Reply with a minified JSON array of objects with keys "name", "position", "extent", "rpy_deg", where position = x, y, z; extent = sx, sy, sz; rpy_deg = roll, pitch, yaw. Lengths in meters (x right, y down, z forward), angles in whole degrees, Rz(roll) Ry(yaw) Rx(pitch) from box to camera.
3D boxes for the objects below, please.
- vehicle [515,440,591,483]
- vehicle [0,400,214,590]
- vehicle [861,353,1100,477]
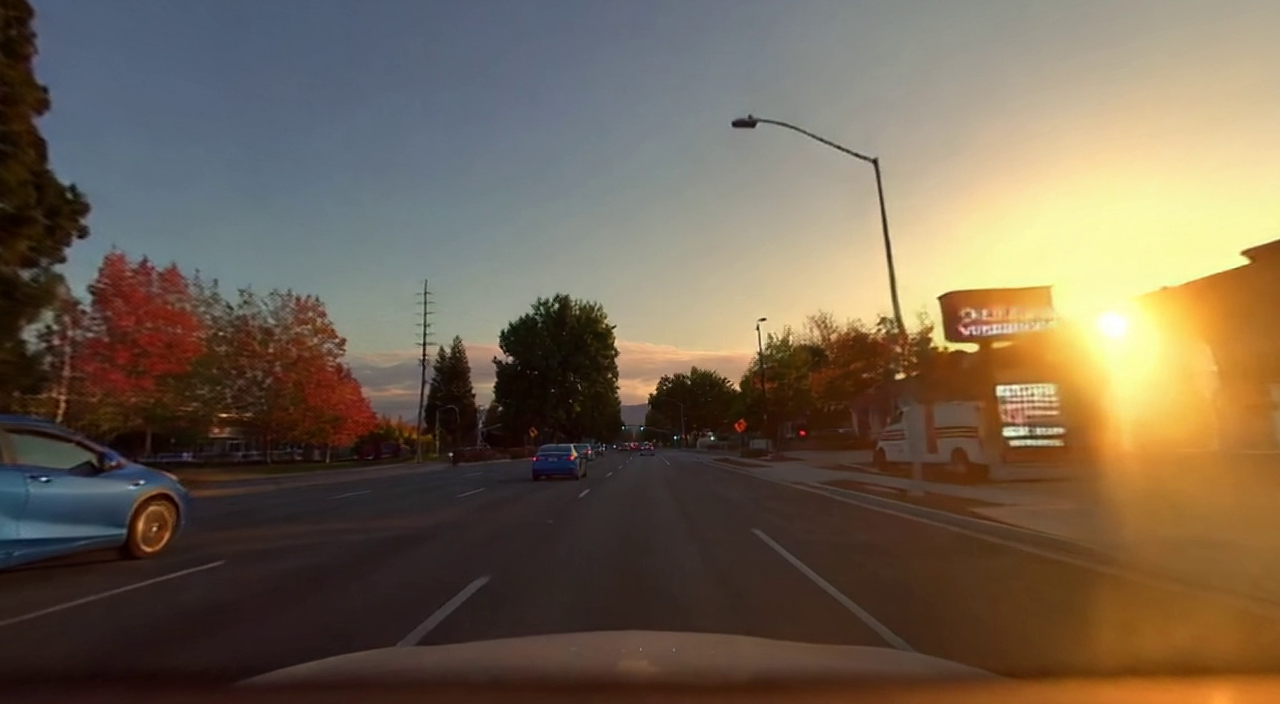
[{"name":"vehicle","position":[-3.193,4.130,24.078],"extent":[2.152,1.479,4.394],"rpy_deg":[0,-9,1]},{"name":"vehicle","position":[-6.883,1.389,6.313],"extent":[2.043,1.726,4.472],"rpy_deg":[0,-9,0]},{"name":"vehicle","position":[12.059,2.679,24.301],"extent":[2.995,3.704,10.928],"rpy_deg":[0,-9,-1]}]
